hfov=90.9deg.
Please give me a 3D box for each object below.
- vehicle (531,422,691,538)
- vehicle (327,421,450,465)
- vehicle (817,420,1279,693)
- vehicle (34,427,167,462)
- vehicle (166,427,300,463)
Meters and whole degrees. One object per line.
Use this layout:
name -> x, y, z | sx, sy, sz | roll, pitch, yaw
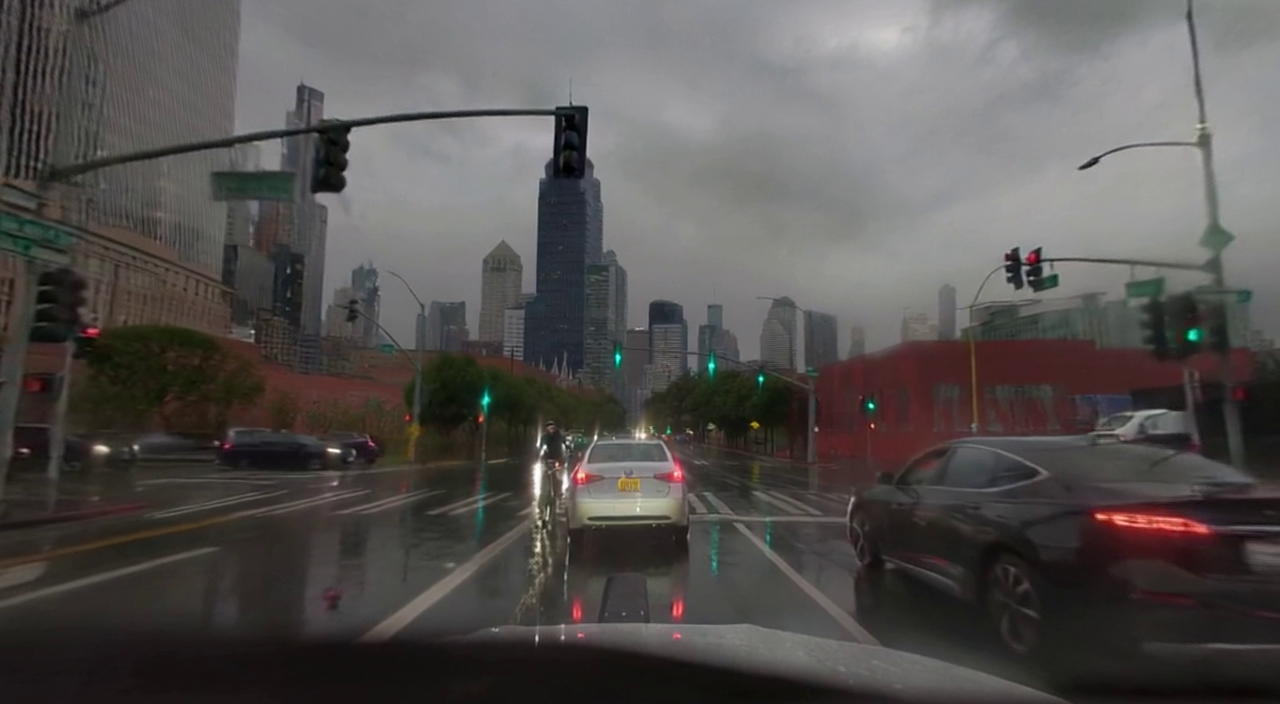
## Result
vehicle -> -0.432, 1.896, 9.974 | 2.031, 1.461, 3.763 | 0, -8, -2
vehicle -> -10.439, 3.789, 26.239 | 4.556, 1.689, 1.982 | -3, -9, 21
vehicle -> 3.232, 1.411, 5.669 | 1.942, 1.443, 4.468 | 0, -8, -1
vehicle -> -23.726, 4.075, 27.827 | 4.243, 1.454, 1.789 | 0, -8, 1
vehicle -> -17.552, 4.022, 27.348 | 4.511, 1.483, 1.877 | 0, -8, 1
